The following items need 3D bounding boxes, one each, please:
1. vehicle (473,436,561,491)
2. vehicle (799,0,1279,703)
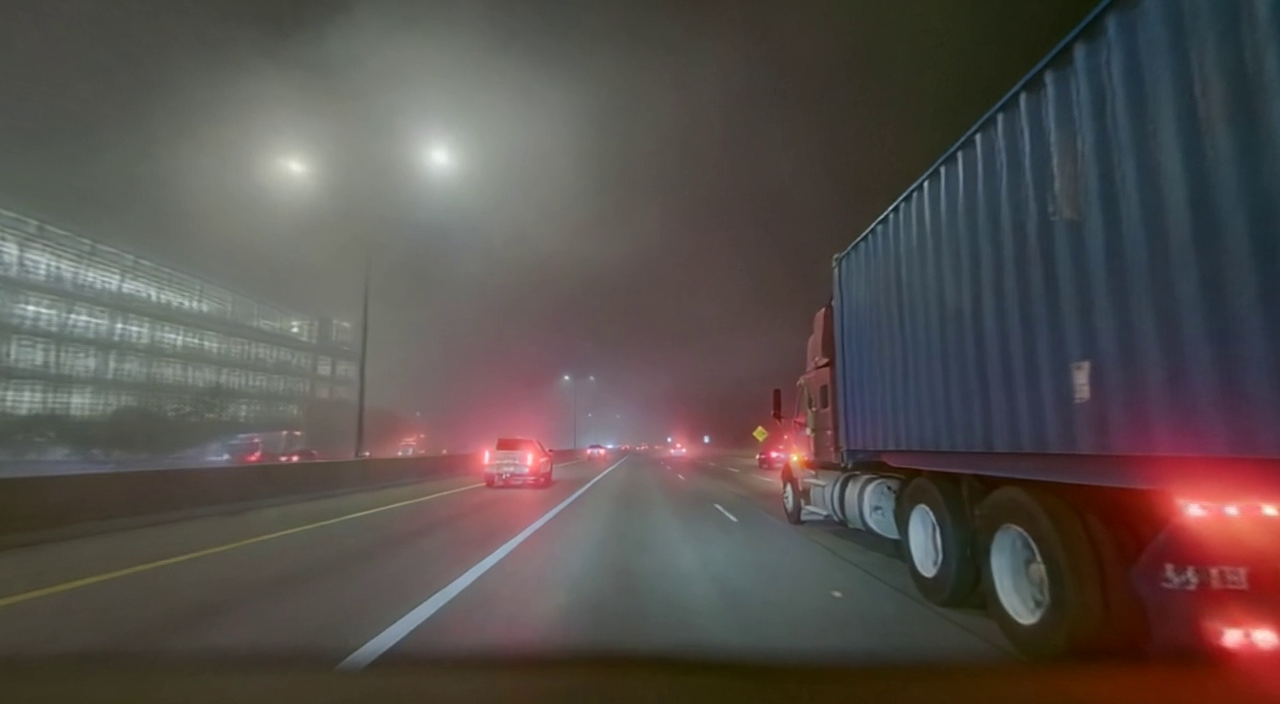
[{"bbox_3d":[-3.785,3.499,20.087,1.954,1.528,4.010,0,-9,0],"label":"vehicle"},{"bbox_3d":[3.657,0.222,5.311,3.089,3.779,6.420,0,-9,2],"label":"vehicle"}]
